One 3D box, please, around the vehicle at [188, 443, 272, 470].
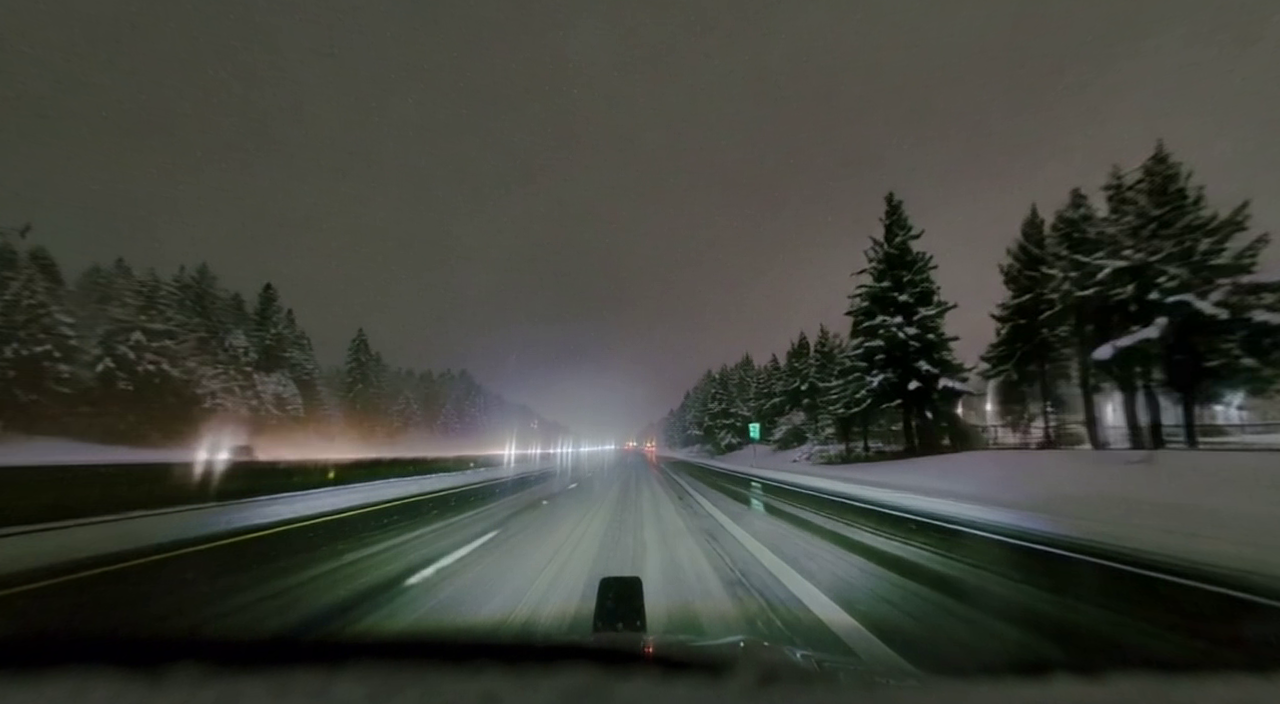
[{"bbox_3d":[-23.943,6.131,36.990,1.778,1.480,4.047,-2,-9,9],"label":"vehicle"}]
